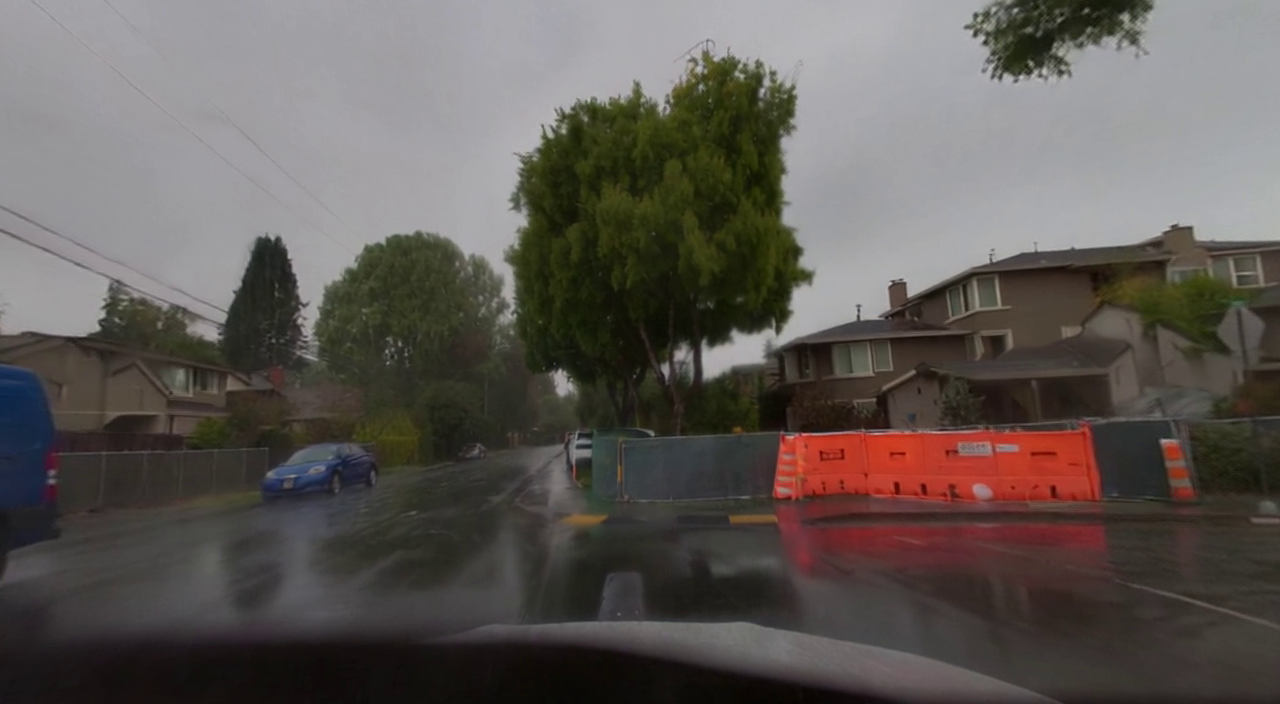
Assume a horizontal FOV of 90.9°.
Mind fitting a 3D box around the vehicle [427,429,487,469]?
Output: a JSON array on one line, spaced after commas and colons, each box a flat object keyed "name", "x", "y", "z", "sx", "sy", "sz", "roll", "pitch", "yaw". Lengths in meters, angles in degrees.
[{"name": "vehicle", "x": -9.651, "y": 5.123, "z": 33.665, "sx": 2.042, "sy": 1.937, "sz": 4.960, "roll": 0, "pitch": -8, "yaw": -4}]

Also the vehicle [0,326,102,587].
[{"name": "vehicle", "x": -7.092, "y": 0.796, "z": 3.715, "sx": 2.284, "sy": 2.500, "sz": 7.006, "roll": -2, "pitch": -6, "yaw": -6}]

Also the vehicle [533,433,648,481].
[{"name": "vehicle", "x": -1.543, "y": 3.453, "z": 21.126, "sx": 1.827, "sy": 1.436, "sz": 4.070, "roll": -5, "pitch": -9, "yaw": 30}]

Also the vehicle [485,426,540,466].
[{"name": "vehicle", "x": -6.681, "y": 4.962, "z": 33.519, "sx": 2.219, "sy": 1.984, "sz": 4.712, "roll": 0, "pitch": -8, "yaw": -3}]

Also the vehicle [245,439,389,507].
[{"name": "vehicle", "x": -8.316, "y": 3.098, "z": 16.674, "sx": 1.899, "sy": 1.524, "sz": 4.082, "roll": 0, "pitch": -8, "yaw": -5}]
